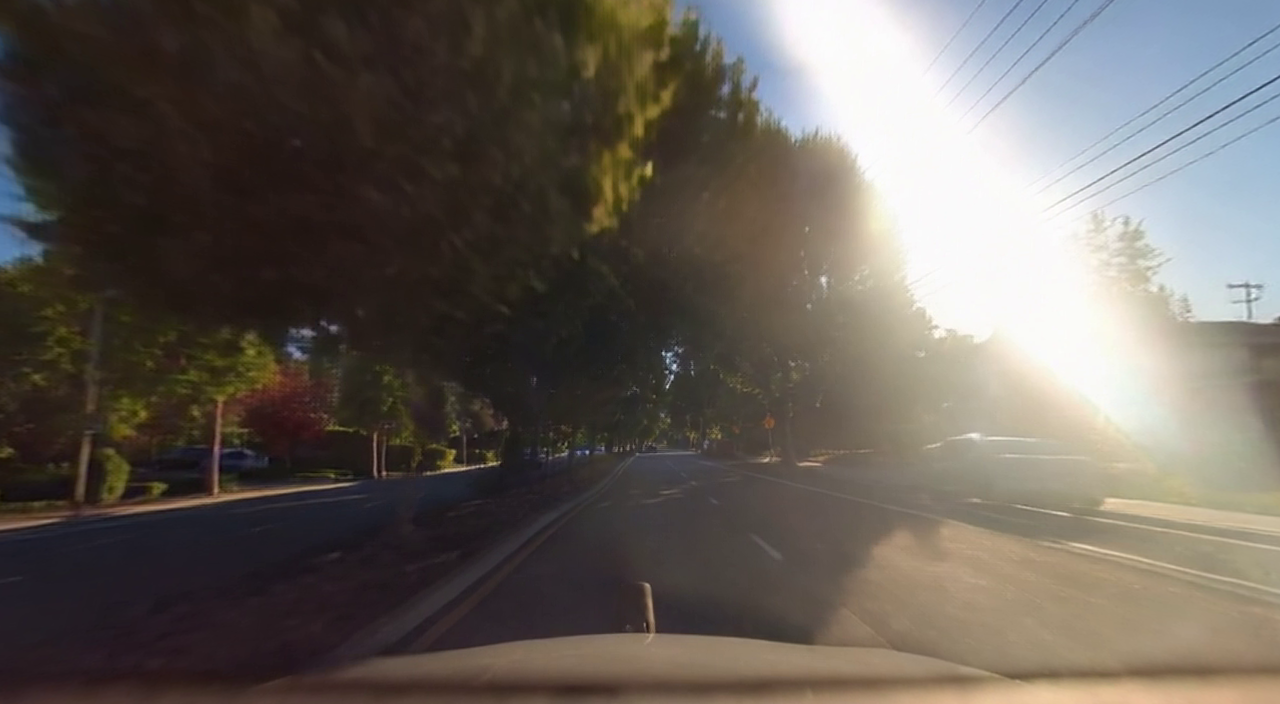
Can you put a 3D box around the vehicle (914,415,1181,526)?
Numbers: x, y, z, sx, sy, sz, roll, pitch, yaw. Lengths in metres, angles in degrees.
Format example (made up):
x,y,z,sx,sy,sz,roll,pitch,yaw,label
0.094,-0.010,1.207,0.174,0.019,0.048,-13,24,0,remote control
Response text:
x,y,z,sx,sy,sz,roll,pitch,yaw,label
7.723,2.295,12.740,2.200,1.783,4.682,-1,-8,-1,vehicle
